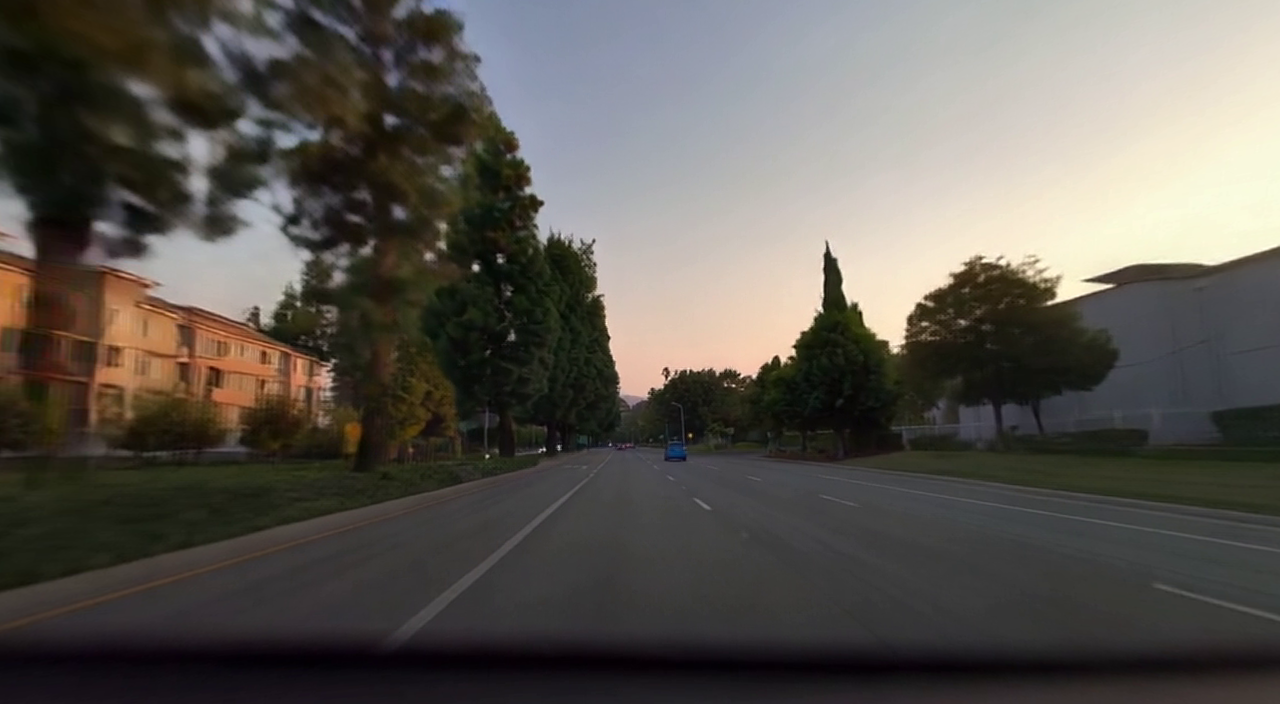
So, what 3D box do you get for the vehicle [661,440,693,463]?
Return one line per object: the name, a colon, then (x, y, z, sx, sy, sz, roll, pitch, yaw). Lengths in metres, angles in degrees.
vehicle: (2.833, 7.751, 49.429, 2.072, 1.696, 4.177, 1, -8, -2)
